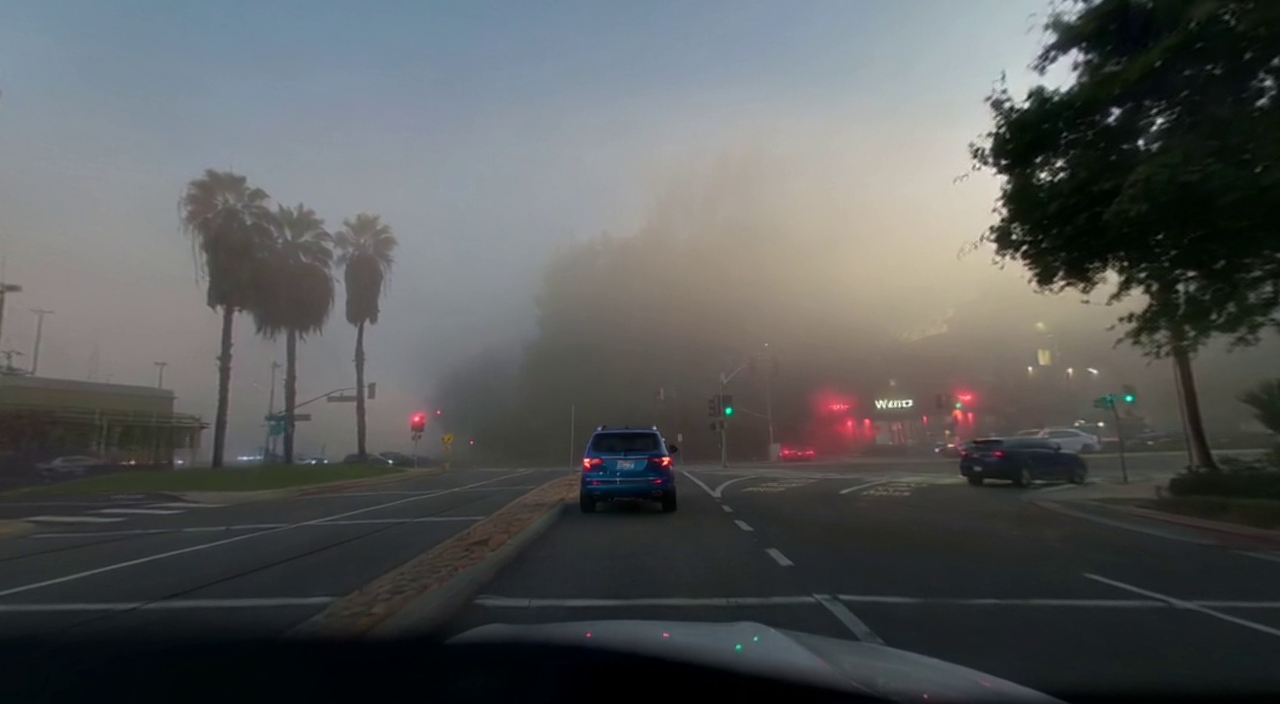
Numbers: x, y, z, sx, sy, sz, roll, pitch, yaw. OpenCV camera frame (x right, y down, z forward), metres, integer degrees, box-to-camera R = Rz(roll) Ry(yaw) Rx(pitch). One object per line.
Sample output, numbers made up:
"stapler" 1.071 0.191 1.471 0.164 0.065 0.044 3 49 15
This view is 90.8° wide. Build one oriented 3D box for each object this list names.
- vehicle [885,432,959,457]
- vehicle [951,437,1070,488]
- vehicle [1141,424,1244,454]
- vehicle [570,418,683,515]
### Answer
"vehicle" 21.647 7.128 48.610 4.852 1.847 1.983 -6 -10 33
"vehicle" 12.918 3.781 21.949 4.542 1.560 2.086 7 -11 -40
"vehicle" 32.387 5.143 37.202 4.167 1.655 1.841 -6 -10 32
"vehicle" -0.211 2.665 15.127 2.263 1.932 4.709 -1 -9 2
